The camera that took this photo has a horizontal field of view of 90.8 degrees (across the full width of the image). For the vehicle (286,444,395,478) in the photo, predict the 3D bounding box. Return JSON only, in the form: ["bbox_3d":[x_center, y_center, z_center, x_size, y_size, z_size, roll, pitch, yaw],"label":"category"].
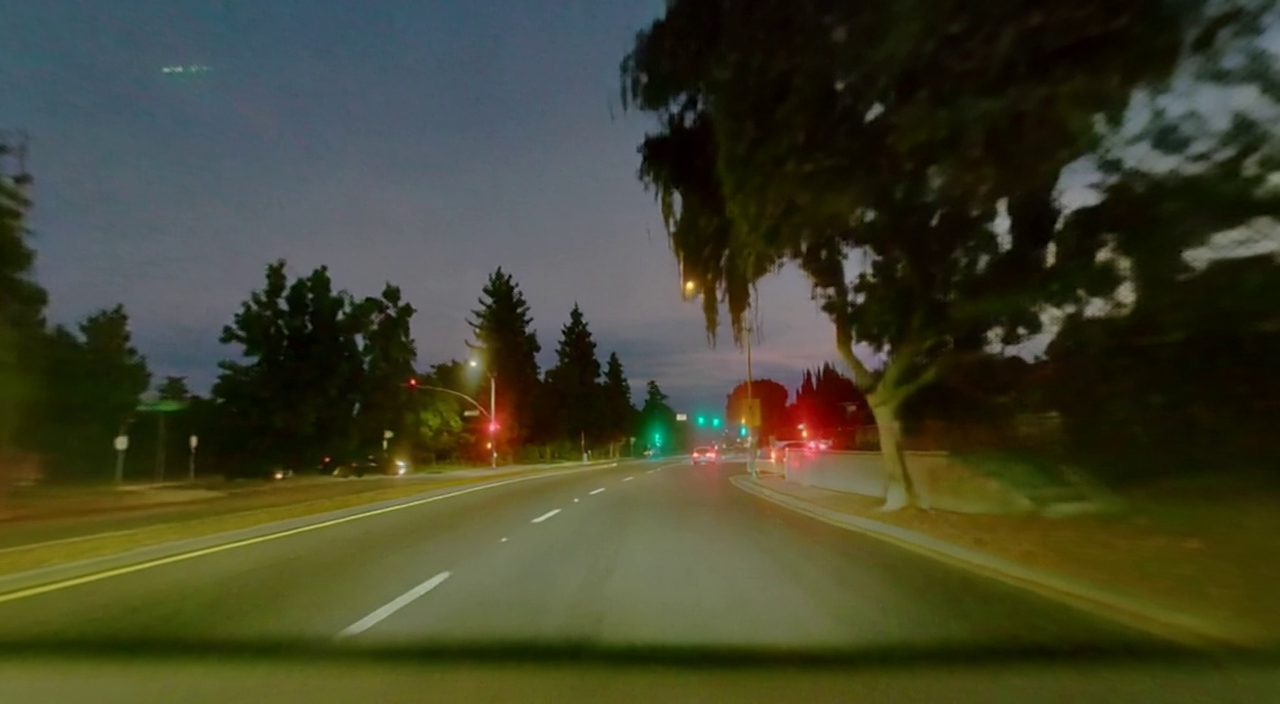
[{"bbox_3d":[-19.502,7.097,41.459,5.938,2.098,2.333,1,-8,-9],"label":"vehicle"}]

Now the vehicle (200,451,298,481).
[{"bbox_3d":[-25.058,7.329,40.668,4.861,1.784,1.947,1,-8,-8],"label":"vehicle"}]
